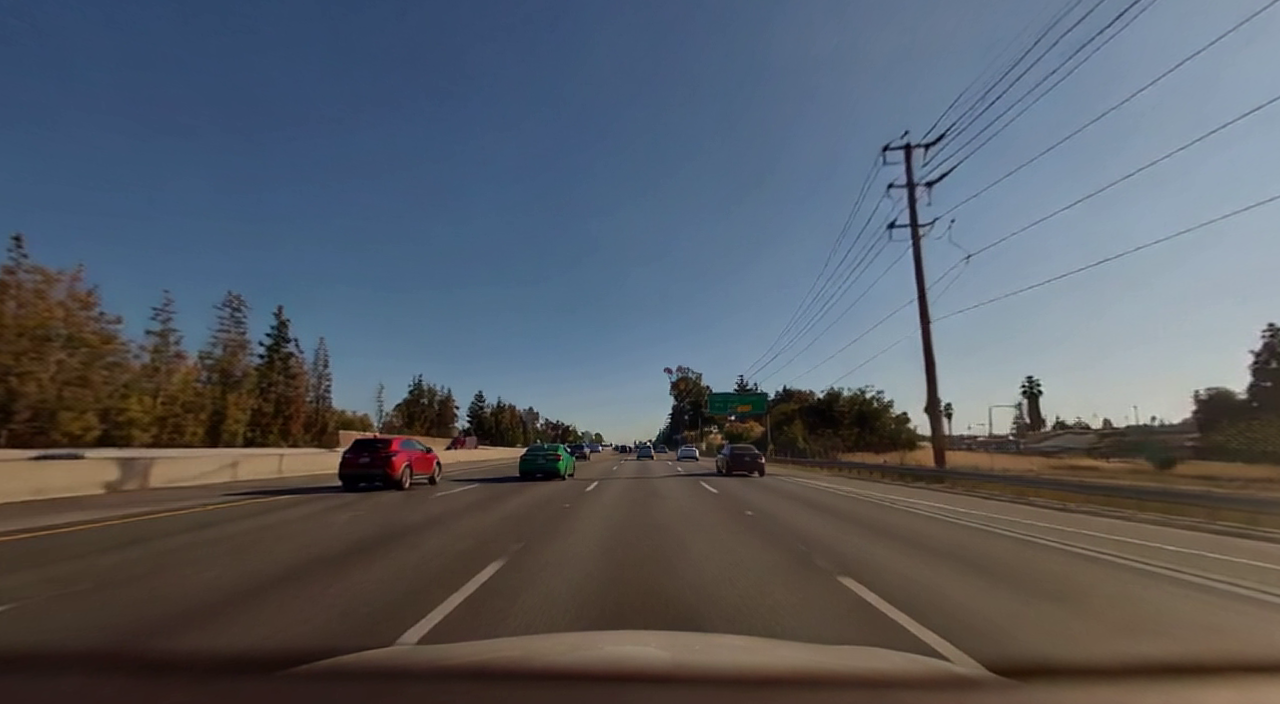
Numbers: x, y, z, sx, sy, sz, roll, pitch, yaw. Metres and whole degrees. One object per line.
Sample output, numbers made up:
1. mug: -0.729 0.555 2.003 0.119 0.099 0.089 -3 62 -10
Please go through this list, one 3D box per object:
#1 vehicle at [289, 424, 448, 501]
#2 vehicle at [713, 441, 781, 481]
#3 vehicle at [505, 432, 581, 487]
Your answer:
1. vehicle: -7.246 2.996 17.558 2.162 1.805 4.853 0 -8 2
2. vehicle: 4.260 4.389 25.795 1.964 1.479 4.252 0 -8 -1
3. vehicle: -3.250 3.682 21.967 1.961 1.704 4.052 0 -8 1
